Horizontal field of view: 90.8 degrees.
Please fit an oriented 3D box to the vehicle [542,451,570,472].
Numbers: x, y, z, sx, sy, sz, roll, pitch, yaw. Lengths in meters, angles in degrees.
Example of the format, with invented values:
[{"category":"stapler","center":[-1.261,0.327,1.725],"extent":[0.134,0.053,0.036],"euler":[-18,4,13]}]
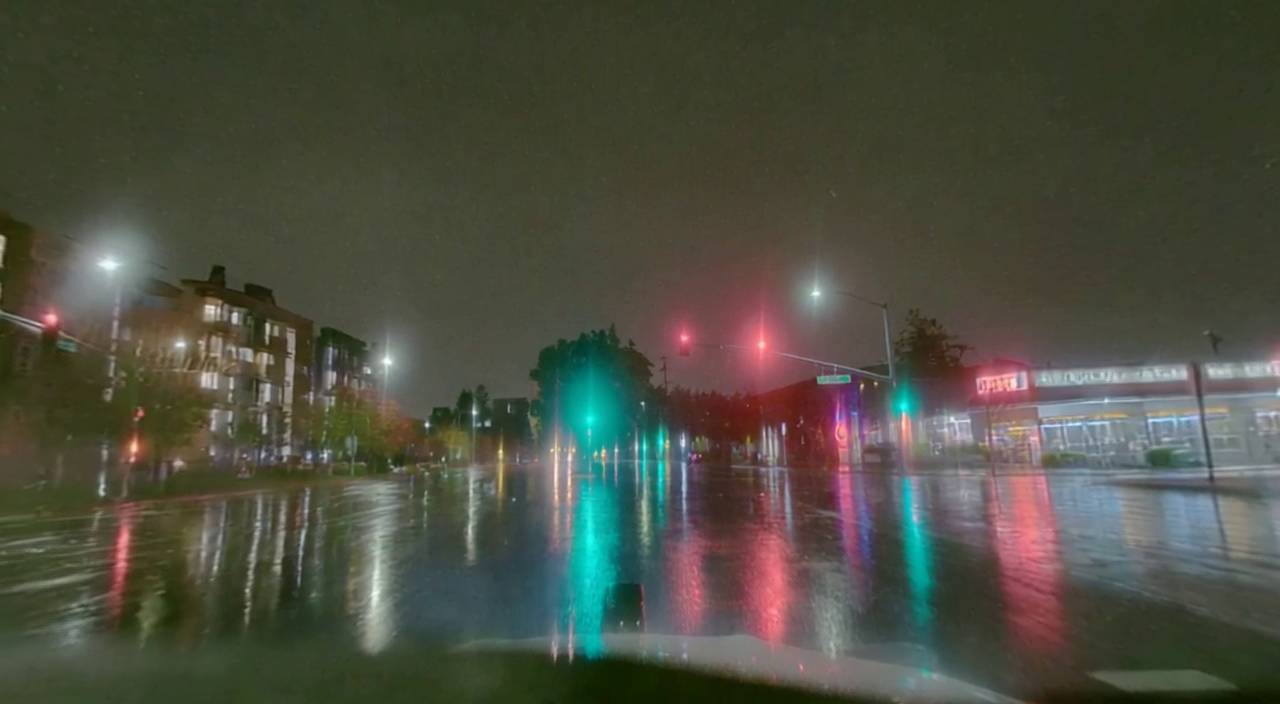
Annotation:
[{"category":"vehicle","center":[-6.586,8.586,49.710],"extent":[1.894,1.474,4.332],"euler":[0,-8,-4]}]
